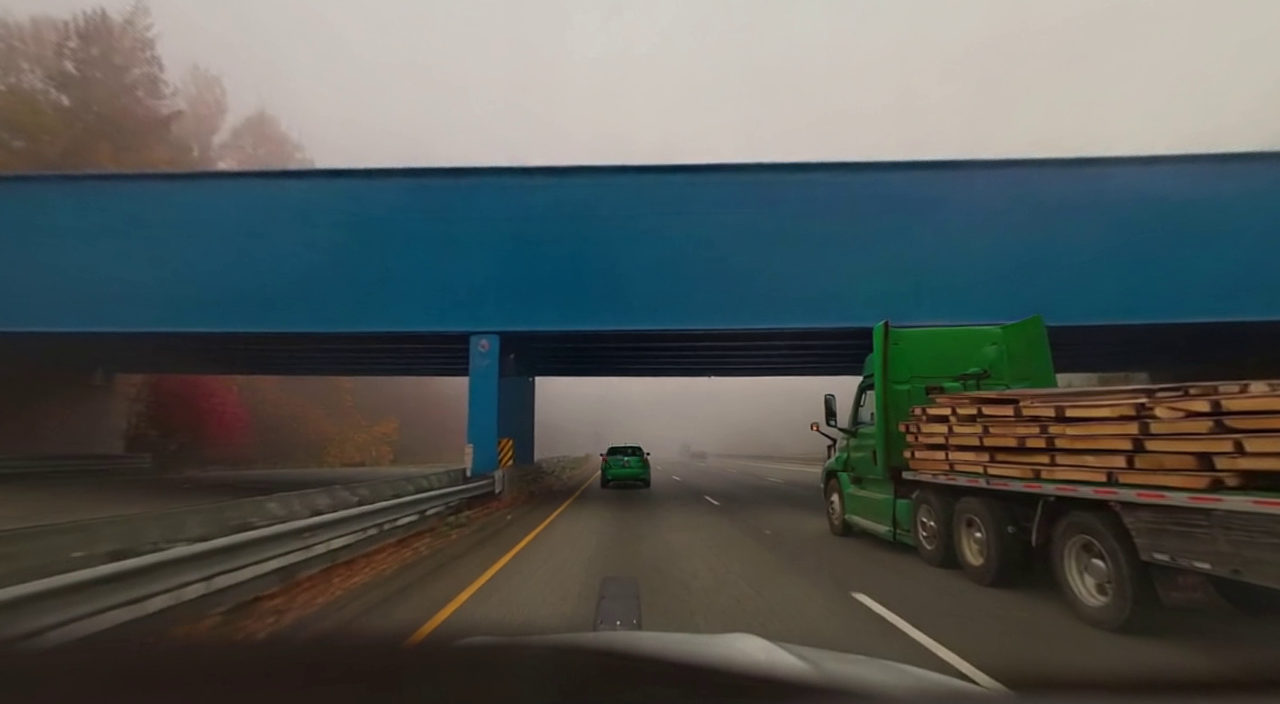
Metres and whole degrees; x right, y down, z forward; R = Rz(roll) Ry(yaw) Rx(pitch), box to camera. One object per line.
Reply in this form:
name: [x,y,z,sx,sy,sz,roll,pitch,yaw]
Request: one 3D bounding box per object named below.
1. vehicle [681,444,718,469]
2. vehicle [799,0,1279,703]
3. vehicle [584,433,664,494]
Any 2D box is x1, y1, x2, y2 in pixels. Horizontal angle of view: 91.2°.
vehicle: [3.773,6.757,40.572,1.894,1.487,3.751,0,-9,-2]
vehicle: [4.240,0.113,5.698,2.992,3.920,8.831,0,-9,-1]
vehicle: [-0.491,3.458,19.775,2.259,1.699,4.015,0,-9,-1]
